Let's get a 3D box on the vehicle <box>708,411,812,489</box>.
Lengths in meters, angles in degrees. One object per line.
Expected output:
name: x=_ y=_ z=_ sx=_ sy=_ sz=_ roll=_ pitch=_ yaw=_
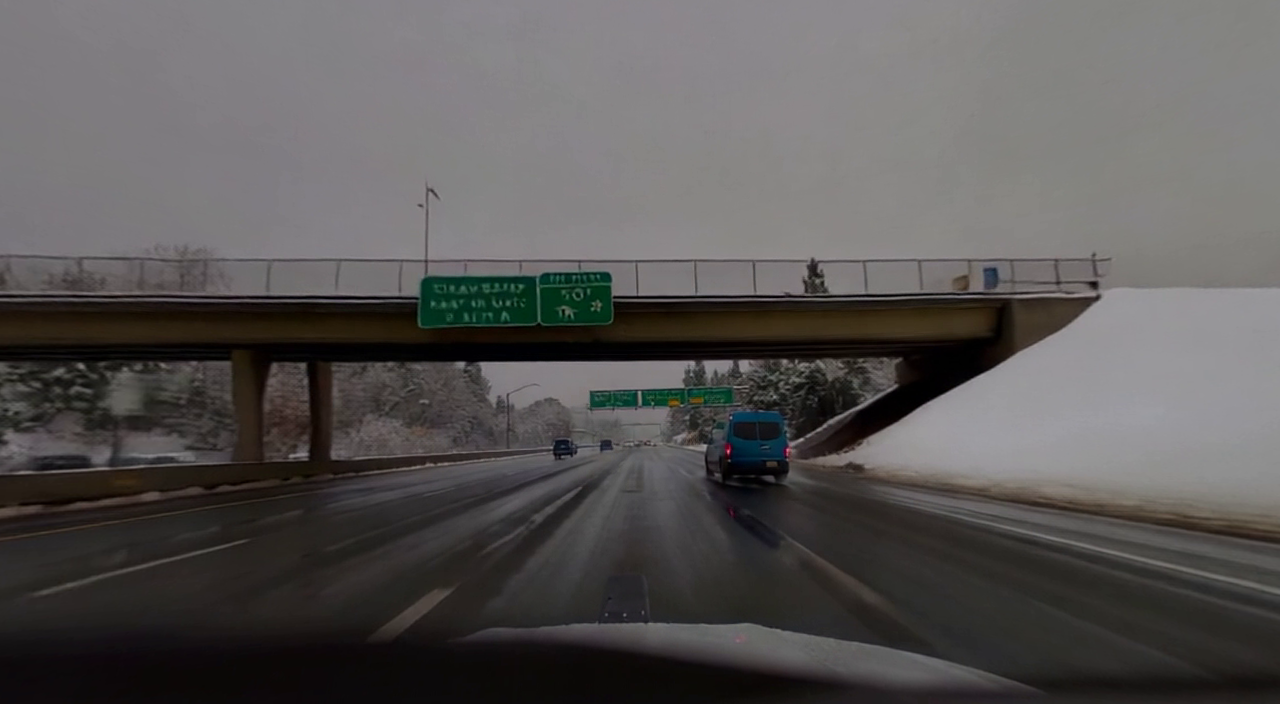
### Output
vehicle: x=3.784 y=3.247 z=21.087 sx=2.347 sy=2.234 sz=5.352 roll=0 pitch=-8 yaw=-1

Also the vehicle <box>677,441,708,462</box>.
vehicle: x=3.900 y=7.424 z=47.207 sx=1.883 sy=1.456 sz=4.044 roll=0 pitch=-8 yaw=-1

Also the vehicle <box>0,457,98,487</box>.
vehicle: x=-34.034 y=6.802 z=36.065 sx=1.875 sy=1.493 sz=4.752 roll=0 pitch=-8 yaw=0
